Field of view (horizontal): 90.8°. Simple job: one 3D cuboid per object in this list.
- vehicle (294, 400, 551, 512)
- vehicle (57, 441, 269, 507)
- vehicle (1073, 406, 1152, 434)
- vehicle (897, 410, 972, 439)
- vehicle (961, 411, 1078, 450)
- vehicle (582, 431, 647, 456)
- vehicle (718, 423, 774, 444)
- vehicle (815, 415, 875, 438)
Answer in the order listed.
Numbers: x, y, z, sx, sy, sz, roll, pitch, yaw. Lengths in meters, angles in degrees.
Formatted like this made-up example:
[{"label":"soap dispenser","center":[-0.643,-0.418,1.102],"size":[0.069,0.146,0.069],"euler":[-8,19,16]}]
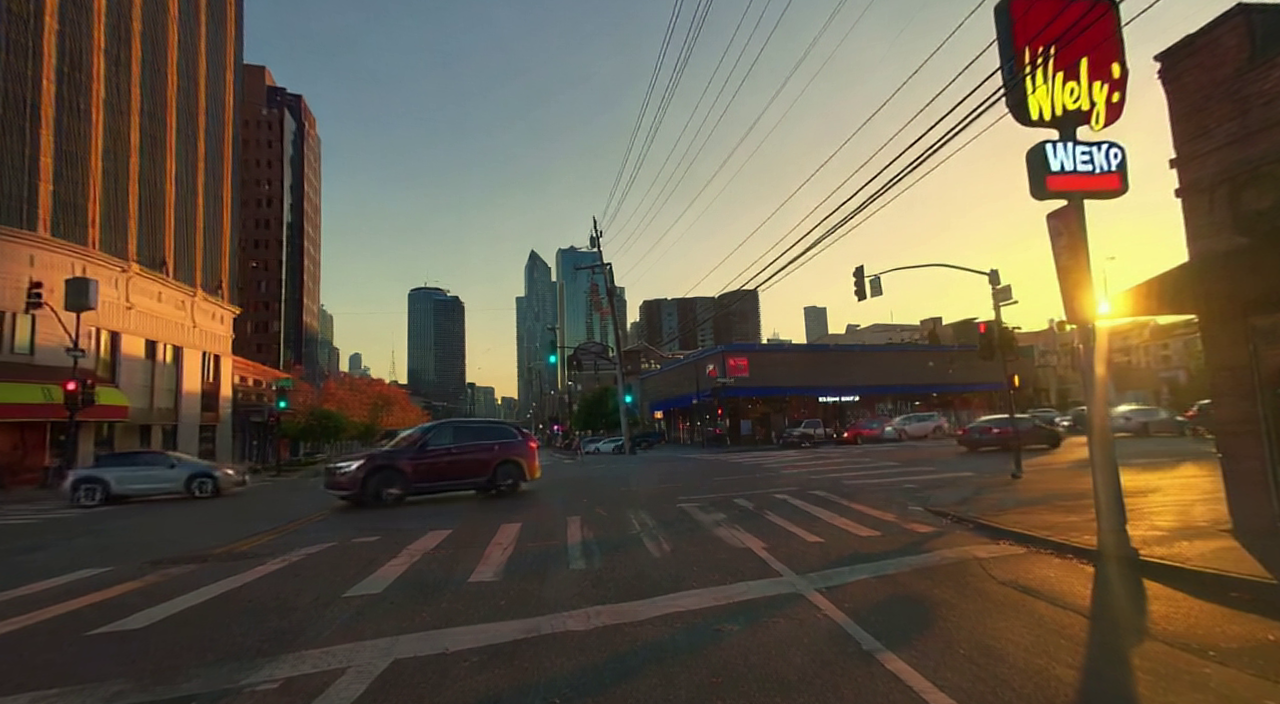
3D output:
[{"label":"vehicle","center":[-4.473,2.302,14.342],"size":[2.374,1.985,5.588],"euler":[-4,-9,21]},{"label":"vehicle","center":[-13.111,3.284,17.548],"size":[2.166,1.579,4.300],"euler":[-9,-12,44]},{"label":"vehicle","center":[26.720,3.904,35.698],"size":[4.433,1.453,1.804],"euler":[4,-10,-29]},{"label":"vehicle","center":[19.258,4.772,41.266],"size":[4.474,1.788,2.039],"euler":[4,-10,-28]},{"label":"vehicle","center":[15.804,3.285,26.258],"size":[4.707,1.487,1.907],"euler":[4,-9,-28]},{"label":"vehicle","center":[-1.916,6.740,46.538],"size":[4.506,1.733,1.857],"euler":[1,-9,-11]},{"label":"vehicle","center":[7.587,5.878,45.386],"size":[1.866,1.430,3.901],"euler":[5,-10,-31]},{"label":"vehicle","center":[16.041,5.856,49.418],"size":[4.589,1.730,1.801],"euler":[4,-9,-31]}]
